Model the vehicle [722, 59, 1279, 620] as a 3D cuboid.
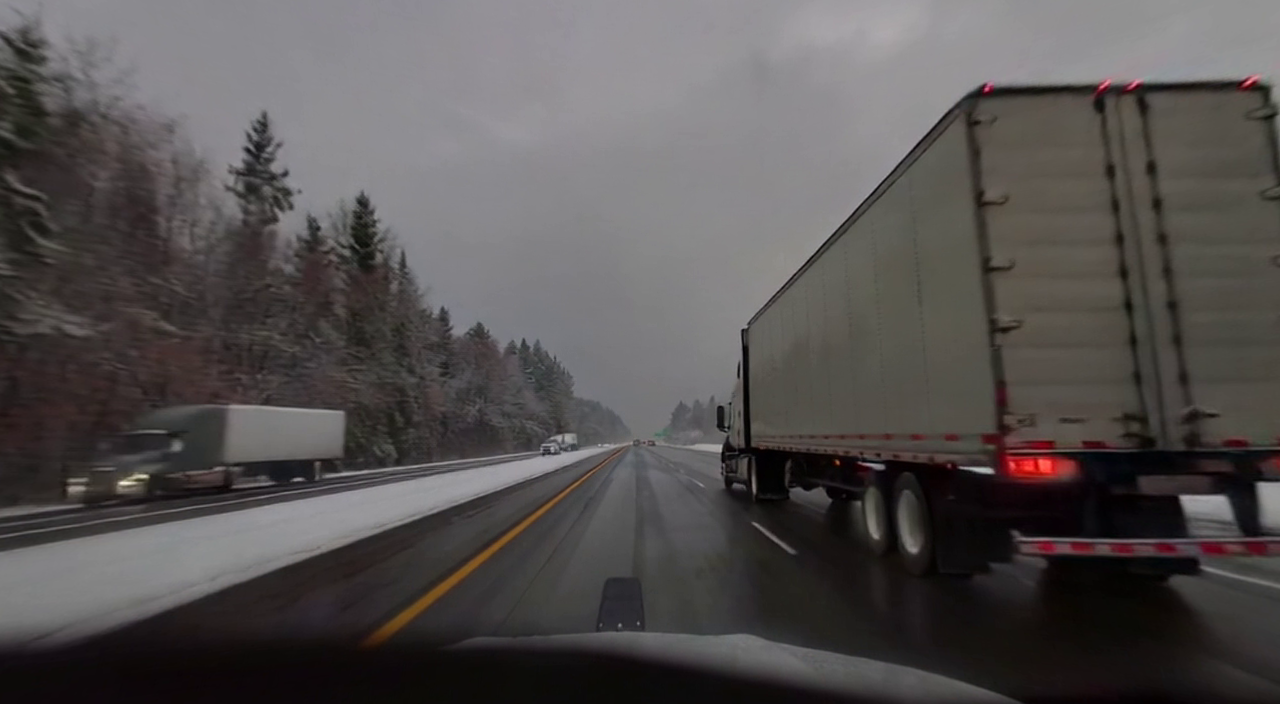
[{"bbox_3d":[4.276,0.826,11.812,3.357,4.101,14.659,0,-8,-1],"label":"vehicle"}]
